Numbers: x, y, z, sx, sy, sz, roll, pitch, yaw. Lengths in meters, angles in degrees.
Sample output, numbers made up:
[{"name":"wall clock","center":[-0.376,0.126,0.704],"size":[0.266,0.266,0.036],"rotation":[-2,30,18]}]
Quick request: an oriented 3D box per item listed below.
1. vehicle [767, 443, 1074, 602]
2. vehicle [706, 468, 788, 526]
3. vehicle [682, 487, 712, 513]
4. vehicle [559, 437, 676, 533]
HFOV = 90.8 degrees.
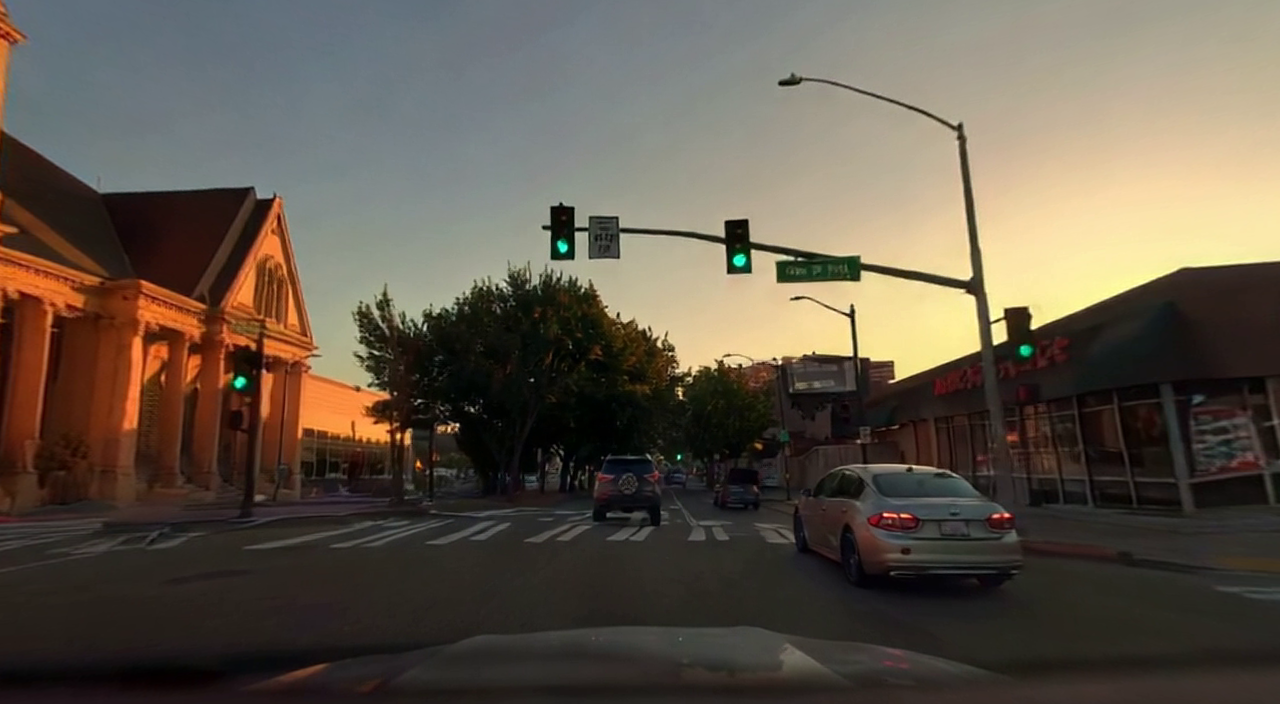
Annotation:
[{"name":"vehicle","center":[3.108,1.946,8.257],"size":[1.883,1.472,4.471],"rotation":[0,-8,-1]},{"name":"vehicle","center":[3.266,4.504,20.048],"size":[1.890,1.491,4.166],"rotation":[0,-8,1]},{"name":"vehicle","center":[4.480,11.368,48.806],"size":[2.027,1.771,4.470],"rotation":[0,-11,9]},{"name":"vehicle","center":[-0.432,2.784,13.885],"size":[2.168,1.776,4.135],"rotation":[0,-8,-1]}]
